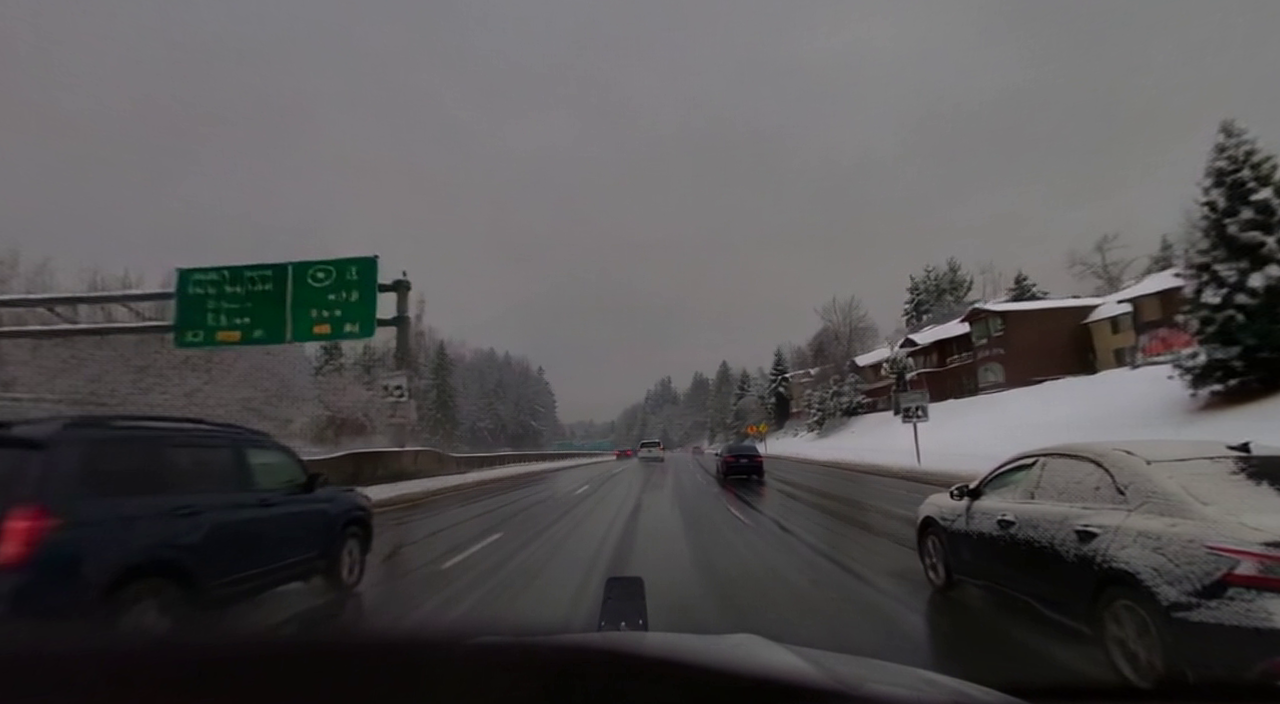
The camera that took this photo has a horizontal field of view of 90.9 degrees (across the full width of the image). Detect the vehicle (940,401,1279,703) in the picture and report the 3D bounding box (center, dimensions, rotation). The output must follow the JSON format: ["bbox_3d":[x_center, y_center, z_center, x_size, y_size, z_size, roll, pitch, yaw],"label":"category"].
[{"bbox_3d":[3.700,1.101,3.595,1.912,1.509,4.291,0,-8,1],"label":"vehicle"}]

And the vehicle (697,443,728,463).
[{"bbox_3d":[5.685,7.923,49.670,2.078,1.456,3.926,0,-8,2],"label":"vehicle"}]

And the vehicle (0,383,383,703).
[{"bbox_3d":[-3.681,1.155,4.154,2.136,1.571,4.285,0,-8,0],"label":"vehicle"}]

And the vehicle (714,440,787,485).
[{"bbox_3d":[3.830,3.888,22.484,1.854,1.438,3.954,0,-8,0],"label":"vehicle"}]

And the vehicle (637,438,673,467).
[{"bbox_3d":[0.931,6.405,40.297,2.183,1.764,4.134,0,-8,1],"label":"vehicle"}]

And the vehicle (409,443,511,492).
[{"bbox_3d":[-6.098,3.958,22.016,2.050,1.507,4.375,-1,-8,3],"label":"vehicle"}]
